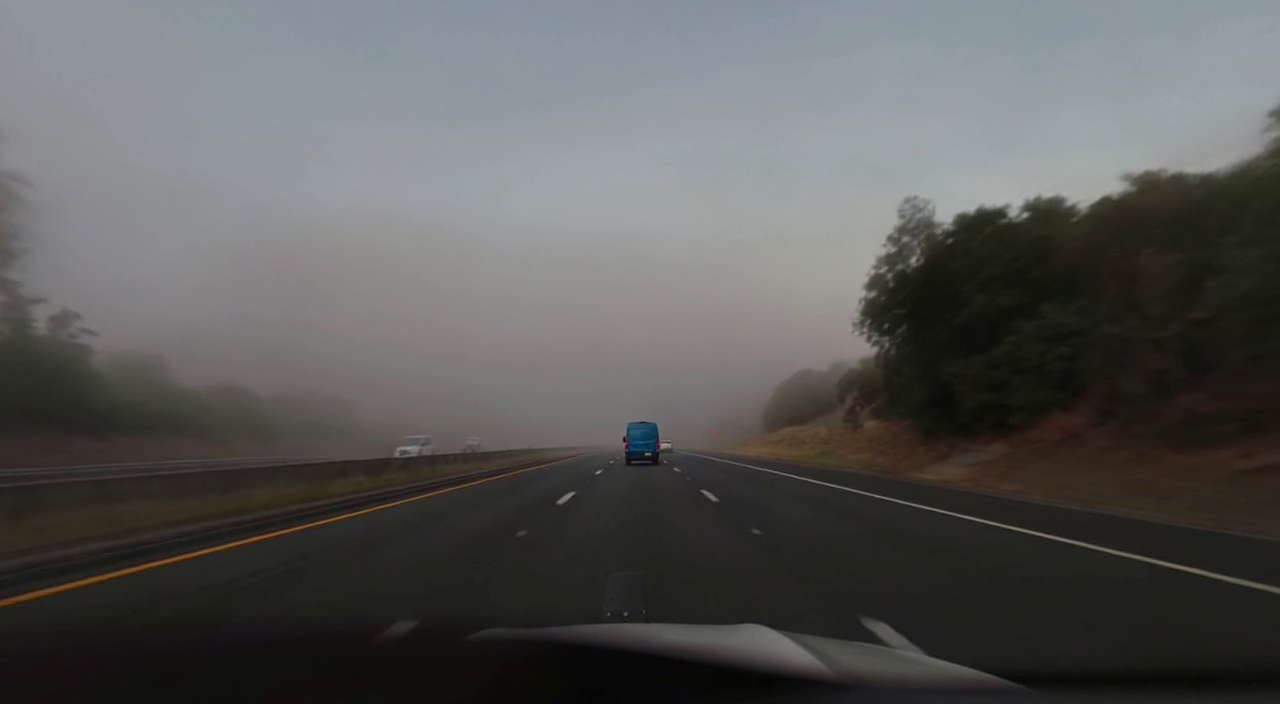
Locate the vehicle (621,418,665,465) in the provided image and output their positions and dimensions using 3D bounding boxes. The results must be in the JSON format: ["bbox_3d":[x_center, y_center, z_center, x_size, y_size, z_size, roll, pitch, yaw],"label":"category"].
[{"bbox_3d":[0.136,5.195,36.401,2.329,2.483,5.428,0,-8,0],"label":"vehicle"}]
